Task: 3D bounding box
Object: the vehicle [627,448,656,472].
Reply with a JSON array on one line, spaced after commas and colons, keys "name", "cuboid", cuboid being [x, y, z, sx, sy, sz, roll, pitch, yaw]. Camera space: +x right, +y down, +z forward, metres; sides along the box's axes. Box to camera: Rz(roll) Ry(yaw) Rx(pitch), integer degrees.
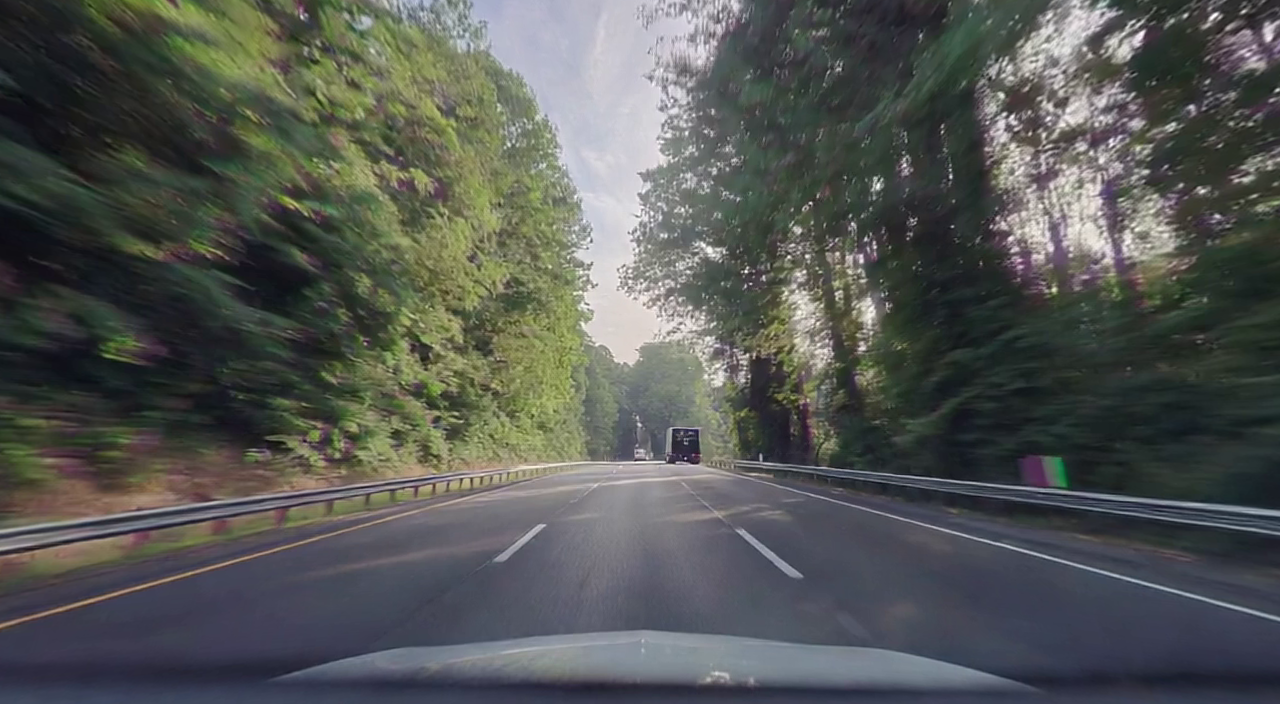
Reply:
[{"name": "vehicle", "cuboid": [0.079, 7.380, 43.169, 1.900, 1.497, 3.732, 0, -9, 0]}]
